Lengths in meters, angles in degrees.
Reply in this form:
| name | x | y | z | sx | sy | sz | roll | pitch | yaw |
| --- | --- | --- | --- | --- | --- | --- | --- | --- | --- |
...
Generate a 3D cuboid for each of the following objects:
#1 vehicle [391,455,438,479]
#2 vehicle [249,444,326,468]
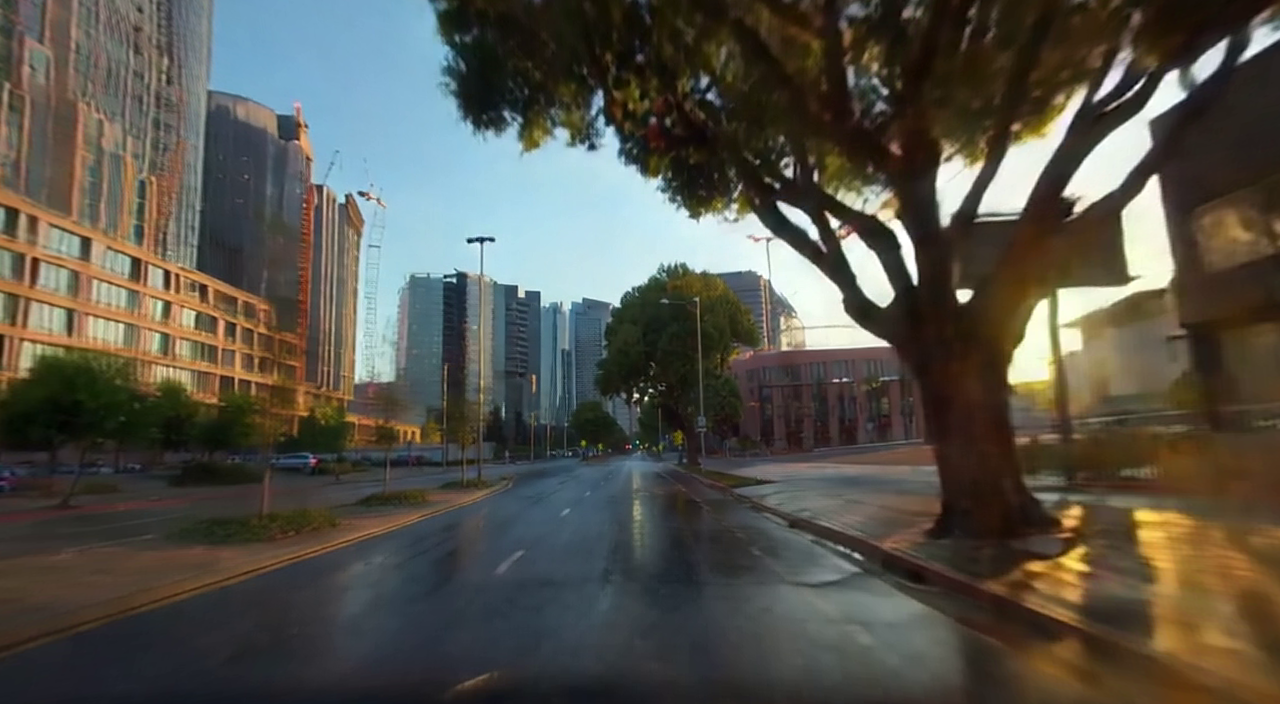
| name | x | y | z | sx | sy | sz | roll | pitch | yaw |
| --- | --- | --- | --- | --- | --- | --- | --- | --- | --- |
| vehicle | -17.267 | 8.796 | 48.377 | 1.921 | 1.541 | 4.541 | -1 | -8 | 0 |
| vehicle | -25.598 | 7.584 | 45.838 | 4.308 | 1.612 | 1.989 | 1 | -8 | 0 |
